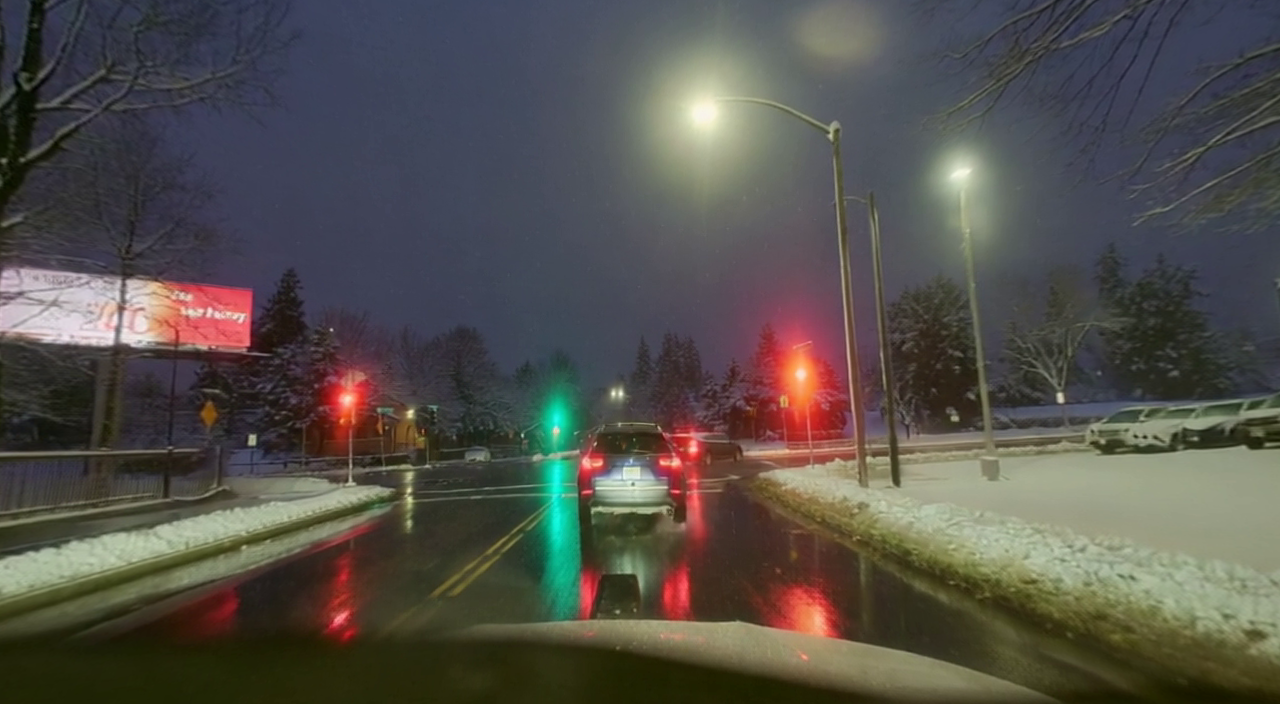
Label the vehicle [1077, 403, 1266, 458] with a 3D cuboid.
[{"bbox_3d":[15.588,2.353,18.704,3.750,1.502,1.781,-3,-8,14],"label":"vehicle"}]

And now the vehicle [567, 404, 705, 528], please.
[{"bbox_3d":[-0.112,2.051,11.800,2.142,1.904,3.816,0,-8,-1],"label":"vehicle"}]

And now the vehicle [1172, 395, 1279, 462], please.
[{"bbox_3d":[16.046,1.829,15.678,3.687,1.500,1.818,-4,-6,11],"label":"vehicle"}]

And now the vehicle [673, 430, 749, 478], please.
[{"bbox_3d":[2.668,3.722,23.150,1.716,1.602,3.403,-4,-9,25],"label":"vehicle"}]
